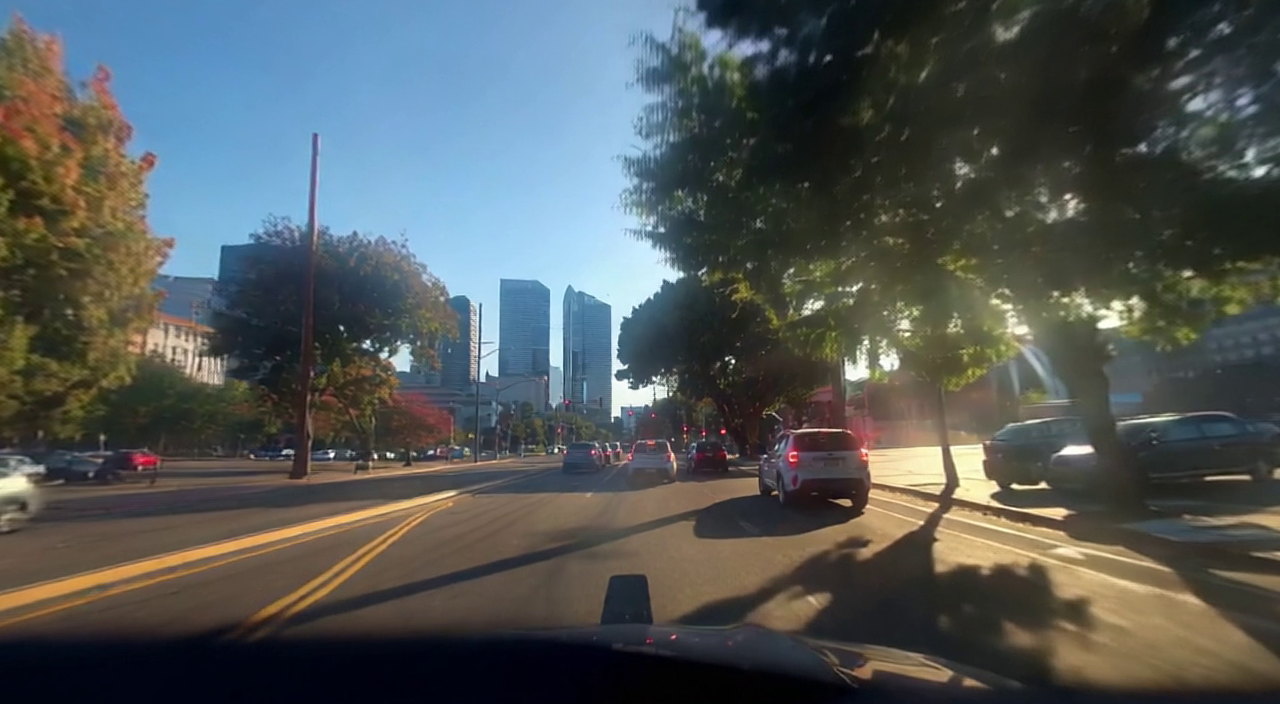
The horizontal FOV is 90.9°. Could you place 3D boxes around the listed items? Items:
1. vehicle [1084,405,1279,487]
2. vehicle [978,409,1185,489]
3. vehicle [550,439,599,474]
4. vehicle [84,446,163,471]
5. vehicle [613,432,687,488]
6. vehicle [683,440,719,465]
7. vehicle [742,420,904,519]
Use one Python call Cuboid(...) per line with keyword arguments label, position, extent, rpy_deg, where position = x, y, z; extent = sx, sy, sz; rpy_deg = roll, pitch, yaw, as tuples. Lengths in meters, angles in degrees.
Cuboid(label="vehicle", position=(14.232, 2.467, 16.568), extent=(2.146, 1.837, 4.512), rpy_deg=(-1, -8, 6))
Cuboid(label="vehicle", position=(11.600, 2.607, 17.157), extent=(2.238, 1.845, 4.874), rpy_deg=(0, -8, 3))
Cuboid(label="vehicle", position=(-2.965, 4.813, 29.354), extent=(2.104, 1.488, 4.546), rpy_deg=(0, -8, -4))
Cuboid(label="vehicle", position=(-37.667, 7.758, 46.128), extent=(1.882, 1.753, 4.517), rpy_deg=(0, -8, 0))
Cuboid(label="vehicle", position=(0.303, 3.517, 20.849), extent=(2.200, 1.653, 4.127), rpy_deg=(0, -8, 0))
Cuboid(label="vehicle", position=(3.985, 6.639, 41.782), extent=(1.880, 1.503, 4.130), rpy_deg=(0, -8, -1))
Cuboid(label="vehicle", position=(3.572, 2.384, 13.308), extent=(2.024, 1.711, 4.512), rpy_deg=(0, -8, 0))
